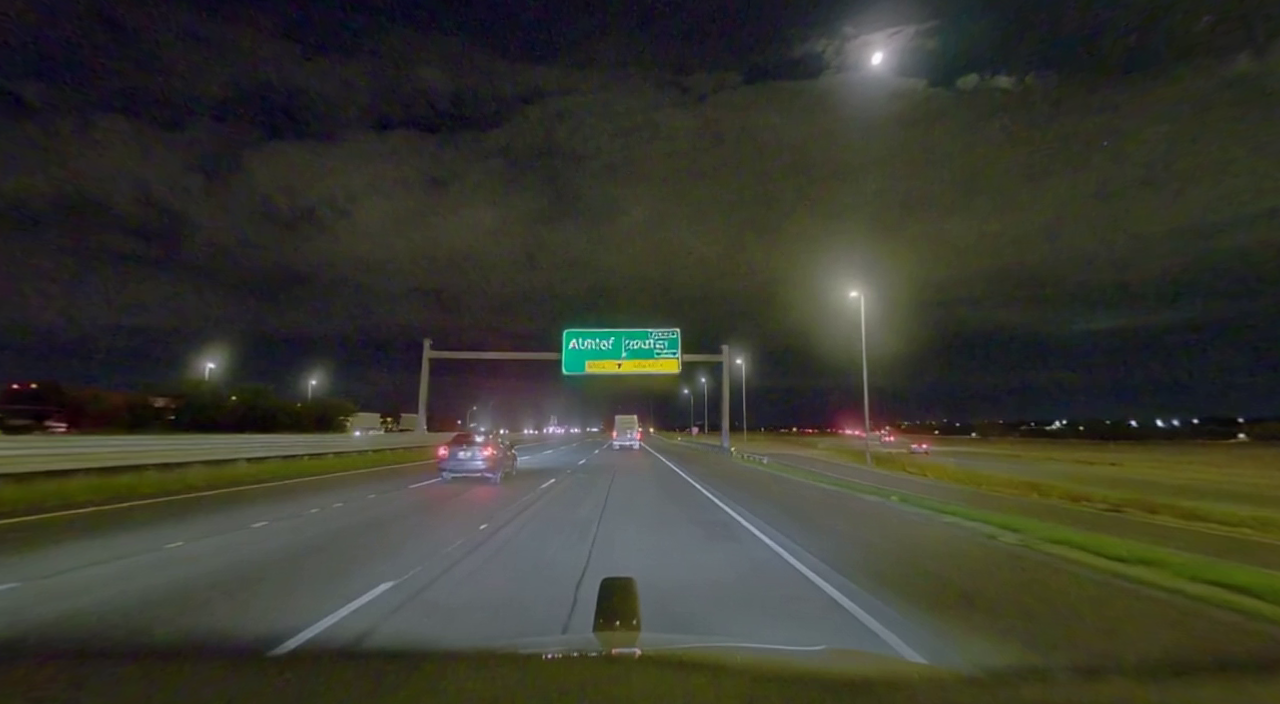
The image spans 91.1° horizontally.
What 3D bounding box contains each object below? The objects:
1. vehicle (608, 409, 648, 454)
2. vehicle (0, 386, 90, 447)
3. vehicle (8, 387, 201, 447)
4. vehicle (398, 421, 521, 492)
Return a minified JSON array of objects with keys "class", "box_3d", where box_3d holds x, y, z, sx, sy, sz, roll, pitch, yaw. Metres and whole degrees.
[{"class":"vehicle","box_3d":[-0.843,5.229,41.163,2.418,2.704,6.445,0,-8,-2]},{"class":"vehicle","box_3d":[-40.959,4.386,42.290,2.965,3.844,5.242,1,-7,-1]},{"class":"vehicle","box_3d":[-41.226,5.381,49.683,2.897,4.069,14.415,0,-8,-1]},{"class":"vehicle","box_3d":[-4.349,2.568,15.808,1.932,1.544,3.864,0,-8,0]}]
